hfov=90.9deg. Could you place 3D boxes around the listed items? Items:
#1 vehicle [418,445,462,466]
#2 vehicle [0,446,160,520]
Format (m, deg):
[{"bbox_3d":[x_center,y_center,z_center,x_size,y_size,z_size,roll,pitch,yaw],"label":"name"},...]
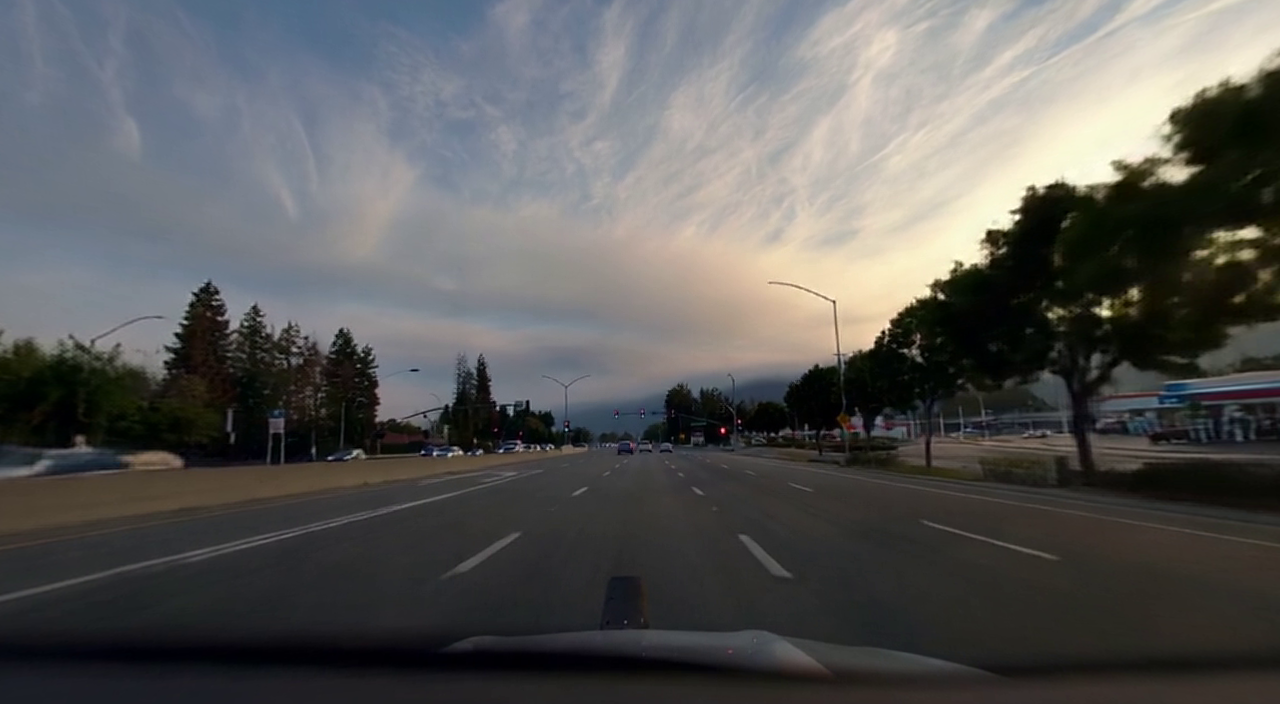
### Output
[{"bbox_3d":[-14.816,7.670,46.861,1.880,1.496,4.246,0,-8,0],"label":"vehicle"},{"bbox_3d":[-14.097,2.975,14.808,1.951,1.470,4.673,0,-8,0],"label":"vehicle"}]
